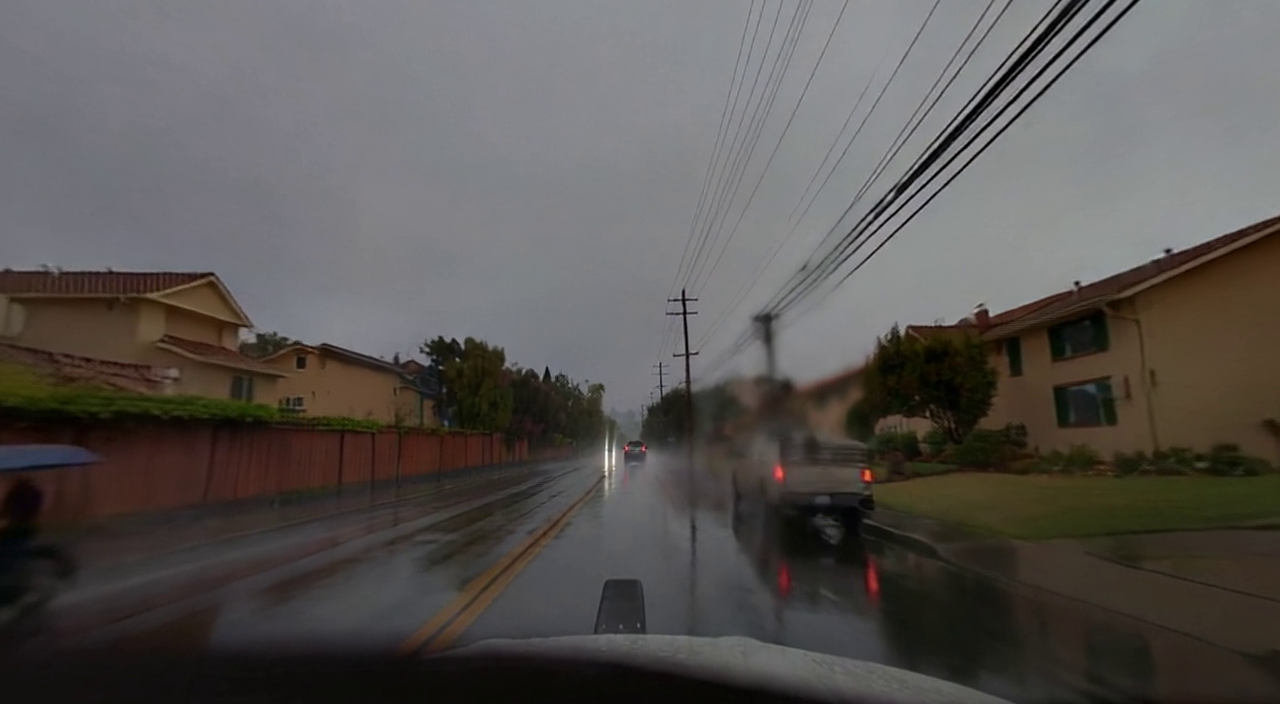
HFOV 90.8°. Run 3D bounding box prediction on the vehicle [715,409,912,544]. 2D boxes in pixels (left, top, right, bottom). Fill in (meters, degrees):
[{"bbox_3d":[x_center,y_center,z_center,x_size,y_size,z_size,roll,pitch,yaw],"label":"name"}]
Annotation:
[{"bbox_3d":[3.082,2.382,12.795,2.278,1.933,5.860,4,-9,0],"label":"vehicle"}]
